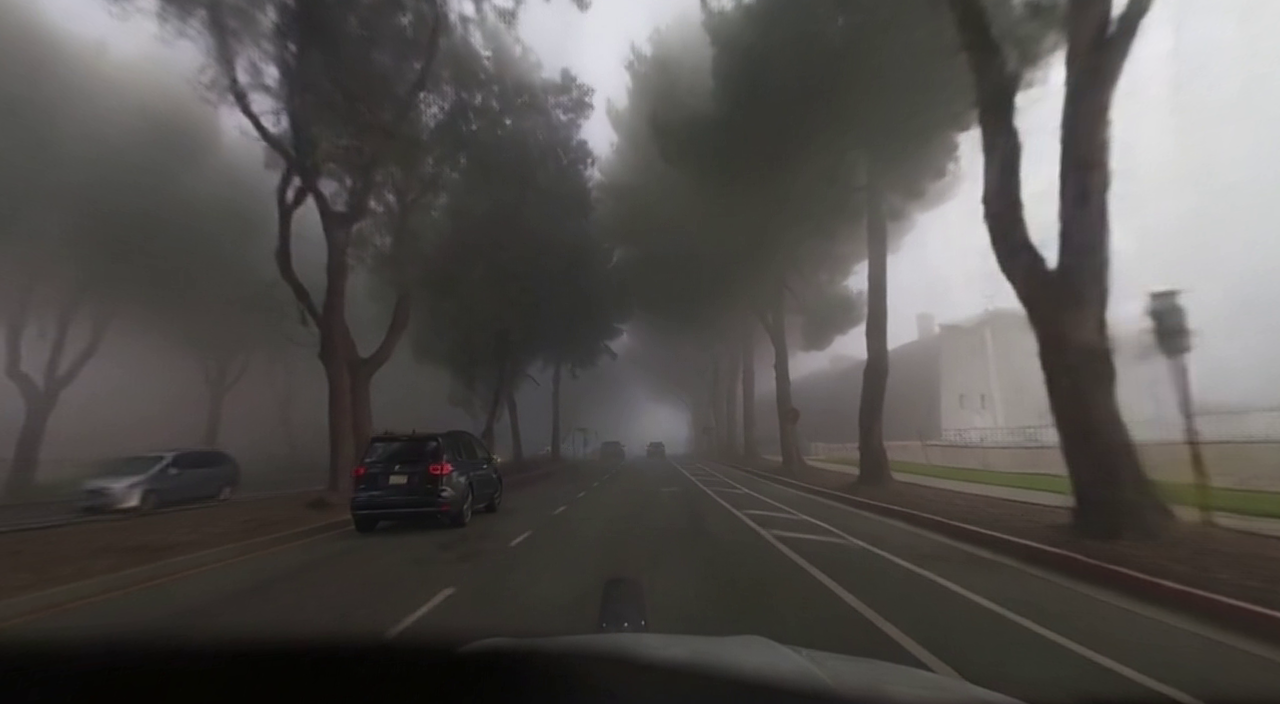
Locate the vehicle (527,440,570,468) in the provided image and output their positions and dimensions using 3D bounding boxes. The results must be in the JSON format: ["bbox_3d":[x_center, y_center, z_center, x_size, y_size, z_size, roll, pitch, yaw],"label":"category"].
[{"bbox_3d":[-5.874,6.619,41.059,1.985,1.708,4.310,-1,-8,2],"label":"vehicle"}]

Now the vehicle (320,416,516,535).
[{"bbox_3d":[-3.792,2.179,11.772,2.123,1.761,4.322,-1,-8,-1],"label":"vehicle"}]
